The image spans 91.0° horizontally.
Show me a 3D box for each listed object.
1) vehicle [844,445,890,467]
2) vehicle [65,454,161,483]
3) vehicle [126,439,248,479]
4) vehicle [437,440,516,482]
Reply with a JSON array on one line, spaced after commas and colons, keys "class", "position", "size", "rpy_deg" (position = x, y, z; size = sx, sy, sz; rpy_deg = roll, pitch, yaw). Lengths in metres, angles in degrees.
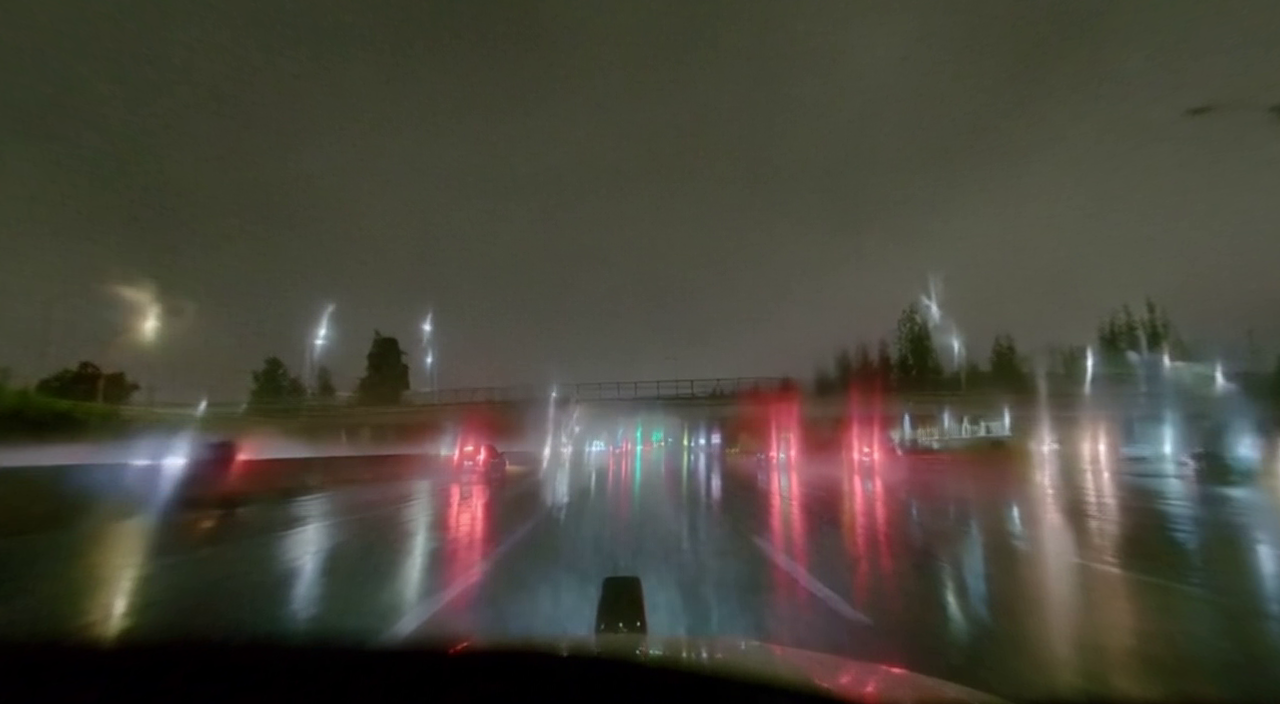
[{"class": "vehicle", "position": [17.816, 8.159, 49.617], "size": [1.884, 1.567, 4.692], "rpy_deg": [0, -9, 0]}, {"class": "vehicle", "position": [-31.561, 6.965, 37.915], "size": [1.786, 1.502, 4.610], "rpy_deg": [0, -9, 0]}, {"class": "vehicle", "position": [-24.231, 5.730, 34.070], "size": [2.299, 1.967, 5.698], "rpy_deg": [0, -9, 1]}, {"class": "vehicle", "position": [-6.428, 4.313, 25.289], "size": [1.985, 1.513, 4.172], "rpy_deg": [0, -9, 1]}]
